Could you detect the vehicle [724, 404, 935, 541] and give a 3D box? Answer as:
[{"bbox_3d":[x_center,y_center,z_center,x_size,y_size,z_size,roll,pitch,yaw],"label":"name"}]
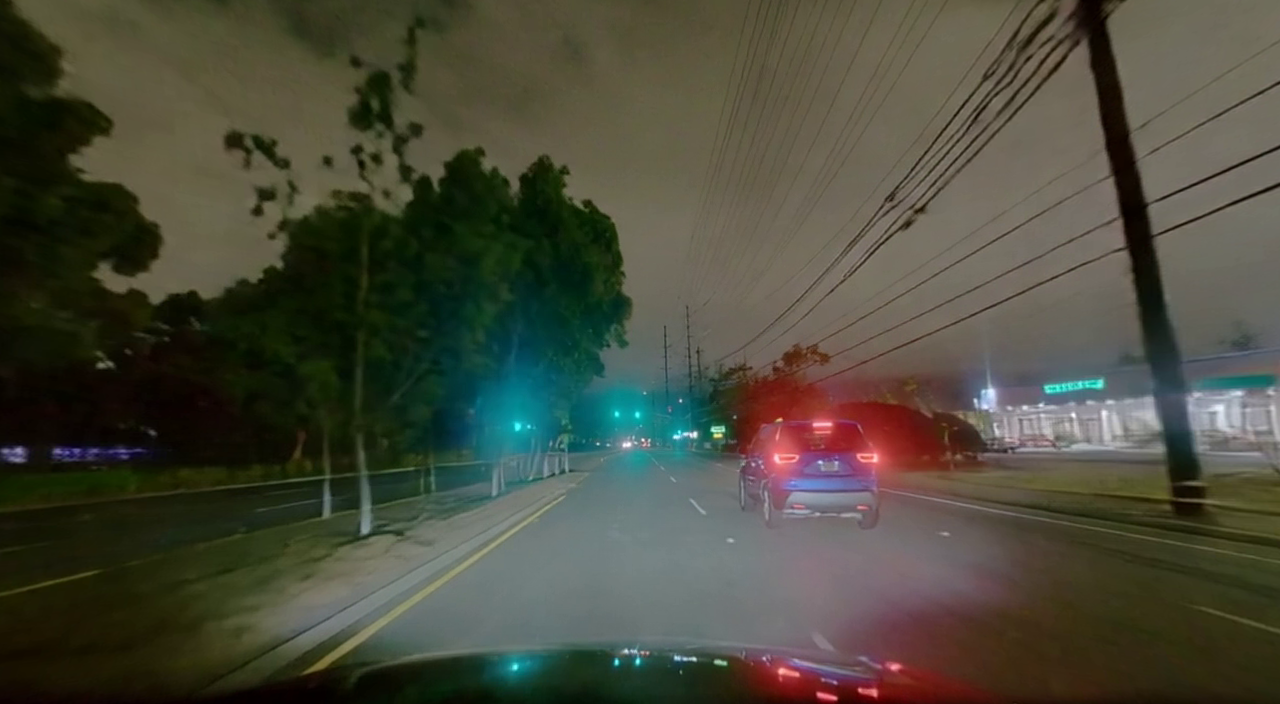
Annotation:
[{"bbox_3d":[2.869,1.971,10.924,2.060,1.820,4.713,0,-9,-1],"label":"vehicle"}]
